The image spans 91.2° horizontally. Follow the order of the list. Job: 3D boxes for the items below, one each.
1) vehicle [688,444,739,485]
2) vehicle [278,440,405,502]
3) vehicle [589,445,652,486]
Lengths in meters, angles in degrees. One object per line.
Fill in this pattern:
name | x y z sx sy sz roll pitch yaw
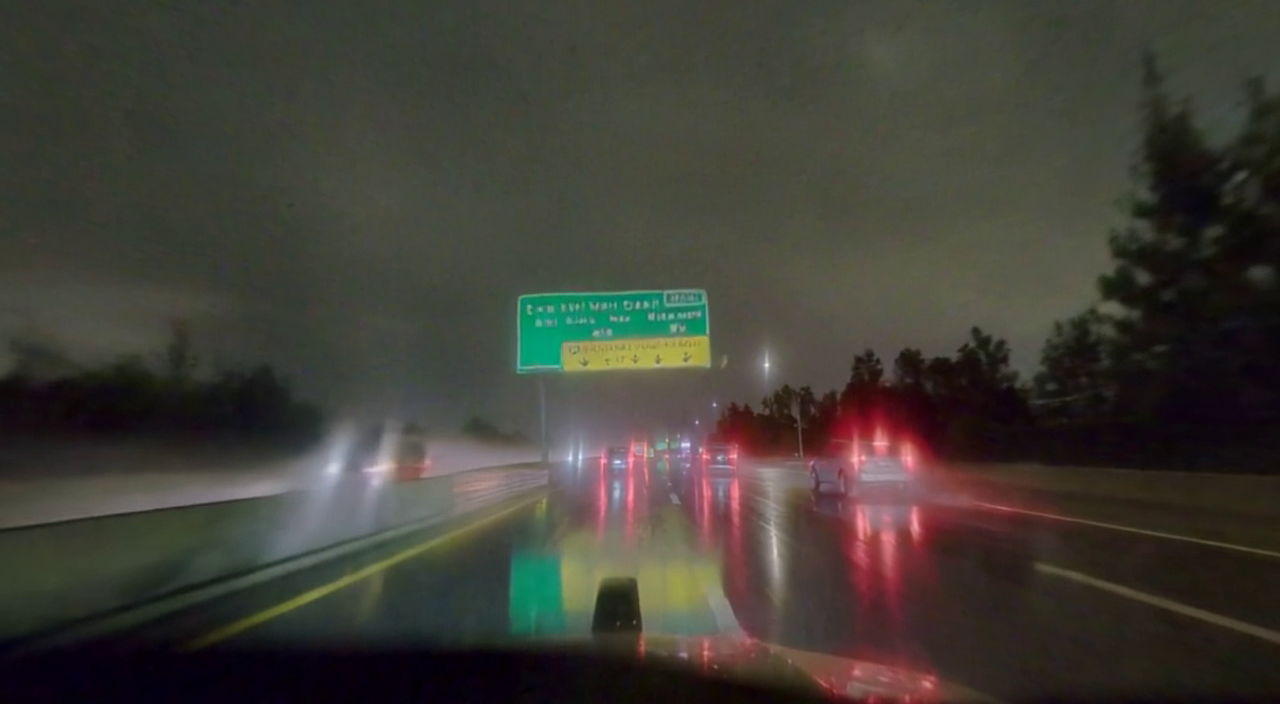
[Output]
vehicle | 3.133 4.771 26.886 1.969 1.595 3.964 -1 -9 6
vehicle | -10.617 4.242 22.875 2.164 1.955 5.285 0 -9 -2
vehicle | -0.752 4.796 26.870 2.084 1.594 4.219 -1 -9 6
